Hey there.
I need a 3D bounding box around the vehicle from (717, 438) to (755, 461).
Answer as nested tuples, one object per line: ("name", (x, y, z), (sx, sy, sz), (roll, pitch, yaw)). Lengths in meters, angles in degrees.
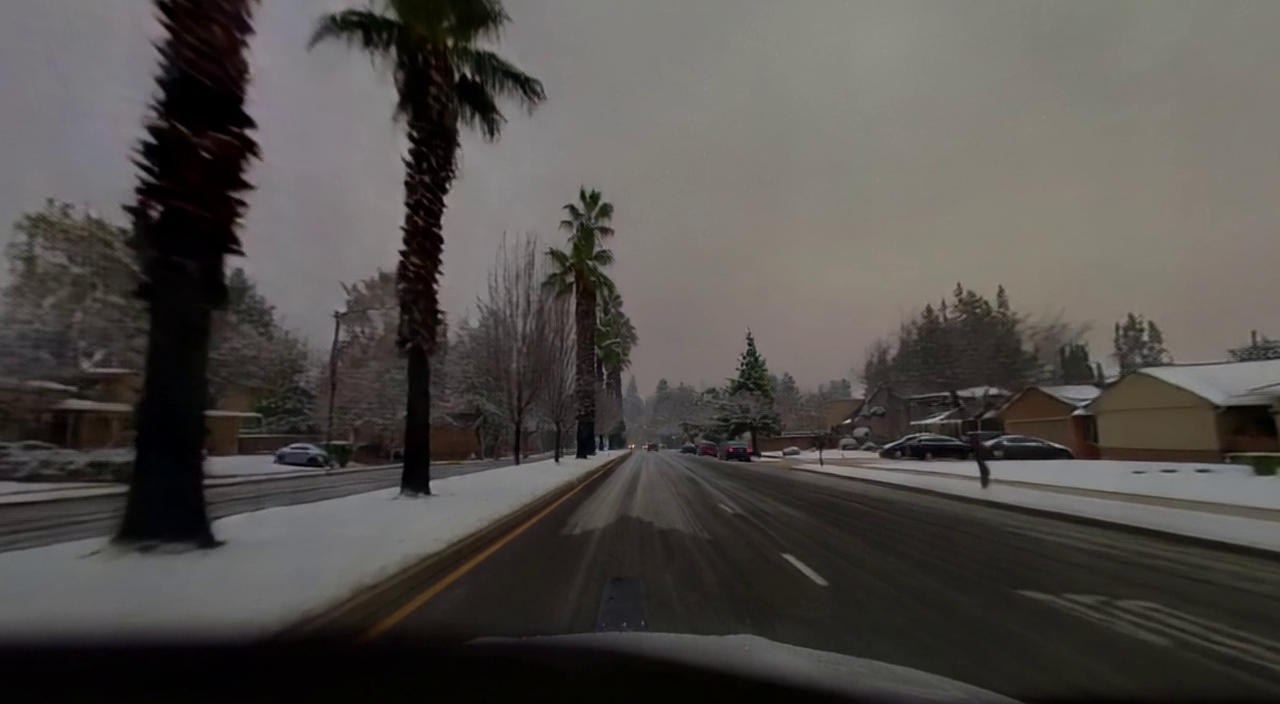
("vehicle", (7.200, 7.403, 47.776), (2.126, 1.639, 4.539), (0, -8, -1))
